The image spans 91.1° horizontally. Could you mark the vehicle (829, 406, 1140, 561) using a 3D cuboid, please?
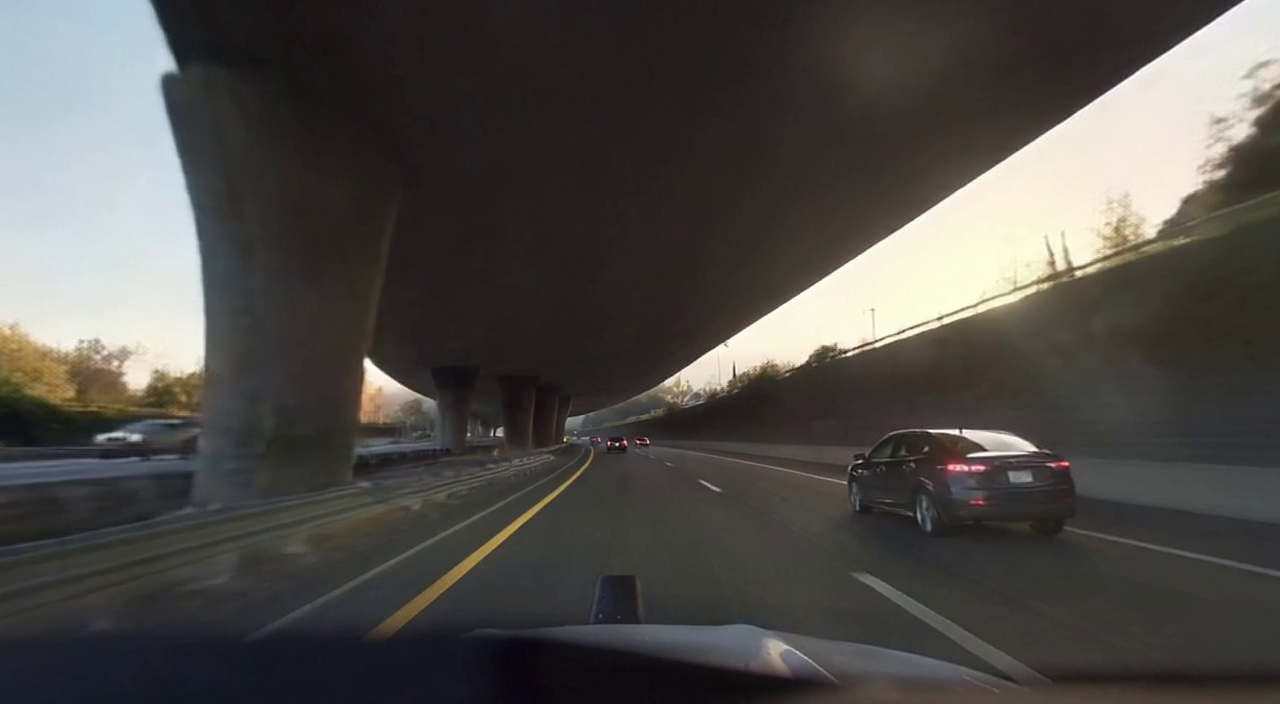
[{"bbox_3d":[3.973,1.548,8.105,1.852,1.513,3.652,0,-8,-1],"label":"vehicle"}]

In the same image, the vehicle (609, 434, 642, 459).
[{"bbox_3d":[-0.984,6.101,40.765,1.998,1.512,3.735,0,-8,-3],"label":"vehicle"}]
